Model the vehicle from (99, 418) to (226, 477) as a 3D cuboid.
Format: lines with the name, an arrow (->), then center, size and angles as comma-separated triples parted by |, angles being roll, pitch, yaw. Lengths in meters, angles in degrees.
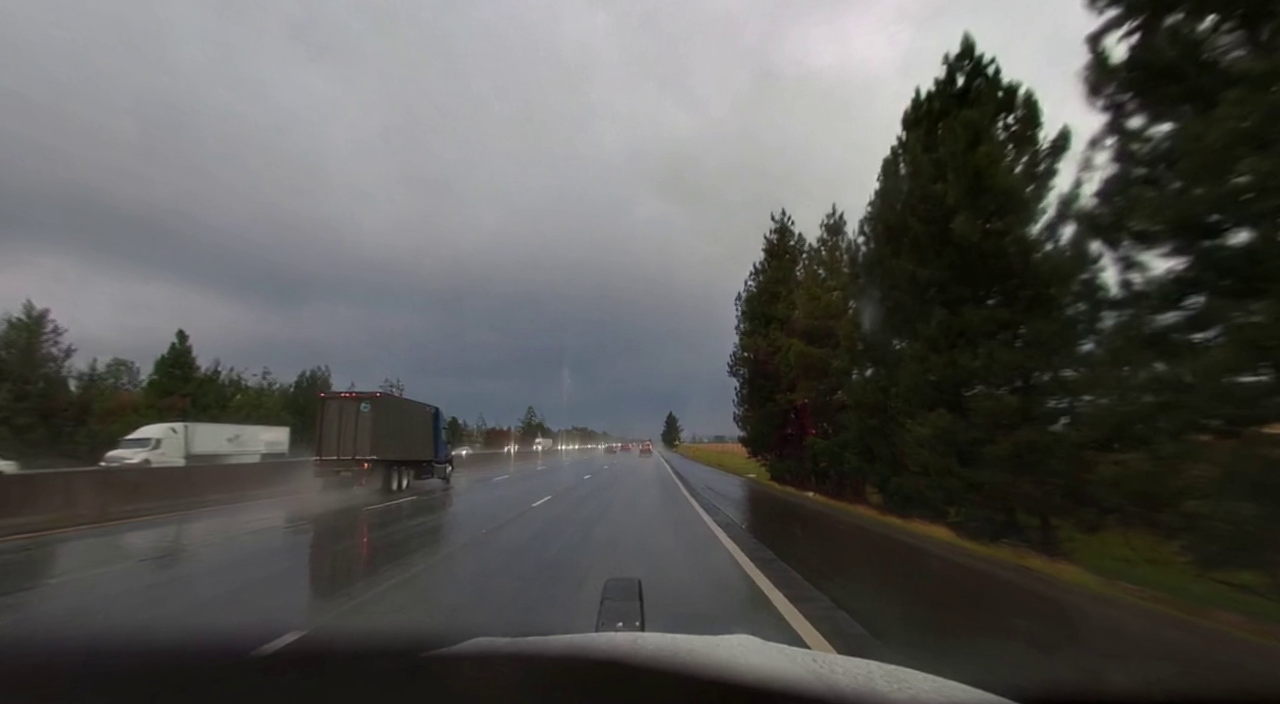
vehicle -> -36.193, 7.301, 48.253 | 3.008, 4.085, 8.150 | 0, -9, 1

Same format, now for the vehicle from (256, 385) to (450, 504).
vehicle -> -7.418, 2.541, 17.317 | 2.444, 2.685, 5.893 | 0, -9, 1
